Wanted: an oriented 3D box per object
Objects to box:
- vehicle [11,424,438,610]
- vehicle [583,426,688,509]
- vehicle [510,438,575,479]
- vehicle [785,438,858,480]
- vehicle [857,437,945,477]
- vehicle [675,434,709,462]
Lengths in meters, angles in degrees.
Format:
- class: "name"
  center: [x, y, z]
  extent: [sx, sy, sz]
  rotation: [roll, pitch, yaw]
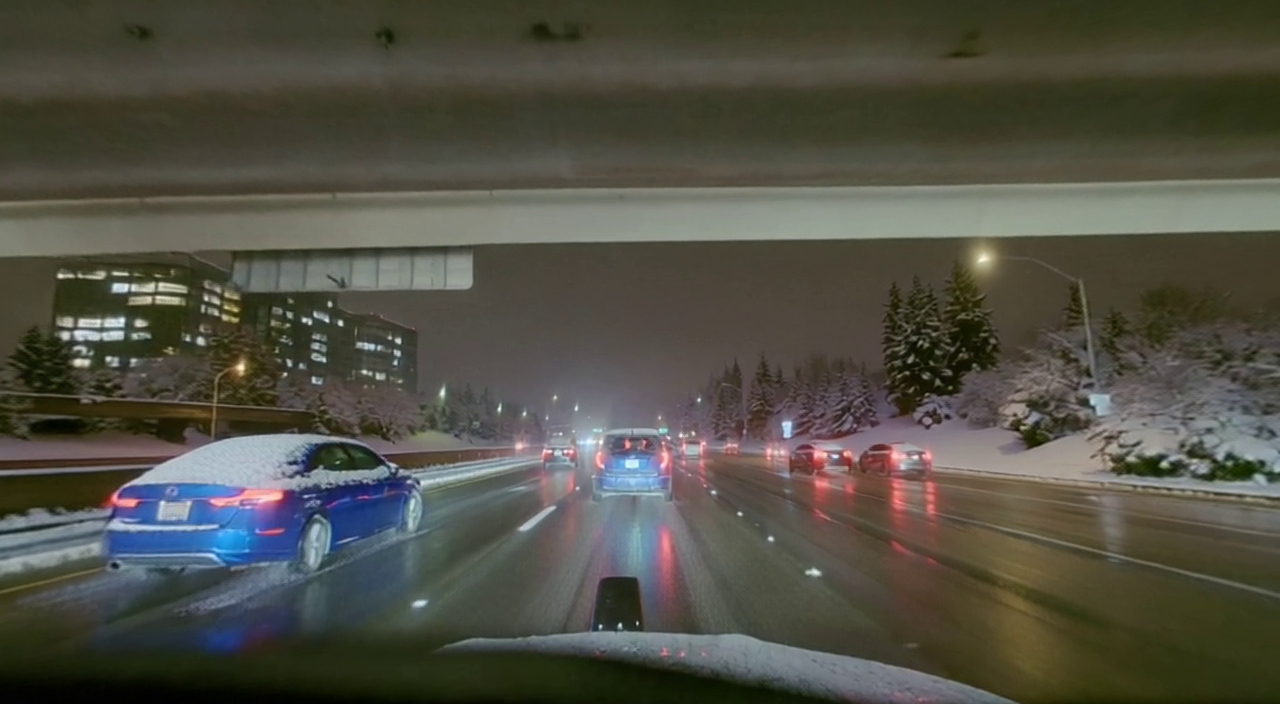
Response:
- class: "vehicle"
  center: [-4.087, 1.675, 7.369]
  extent: [1.974, 1.478, 4.412]
  rotation: [0, -9, 0]
- class: "vehicle"
  center: [-0.089, 2.719, 15.200]
  extent: [2.181, 1.697, 4.021]
  rotation: [0, -9, 0]
- class: "vehicle"
  center: [-3.953, 4.391, 26.162]
  extent: [1.947, 1.516, 4.295]
  rotation: [0, -9, 1]
- class: "vehicle"
  center: [7.325, 4.341, 25.738]
  extent: [1.880, 1.526, 3.641]
  rotation: [0, -9, 0]
- class: "vehicle"
  center: [11.504, 4.661, 28.129]
  extent: [1.992, 1.625, 4.359]
  rotation: [1, -9, -1]
- class: "vehicle"
  center: [3.738, 6.973, 45.735]
  extent: [2.069, 1.876, 4.447]
  rotation: [0, -9, 0]
